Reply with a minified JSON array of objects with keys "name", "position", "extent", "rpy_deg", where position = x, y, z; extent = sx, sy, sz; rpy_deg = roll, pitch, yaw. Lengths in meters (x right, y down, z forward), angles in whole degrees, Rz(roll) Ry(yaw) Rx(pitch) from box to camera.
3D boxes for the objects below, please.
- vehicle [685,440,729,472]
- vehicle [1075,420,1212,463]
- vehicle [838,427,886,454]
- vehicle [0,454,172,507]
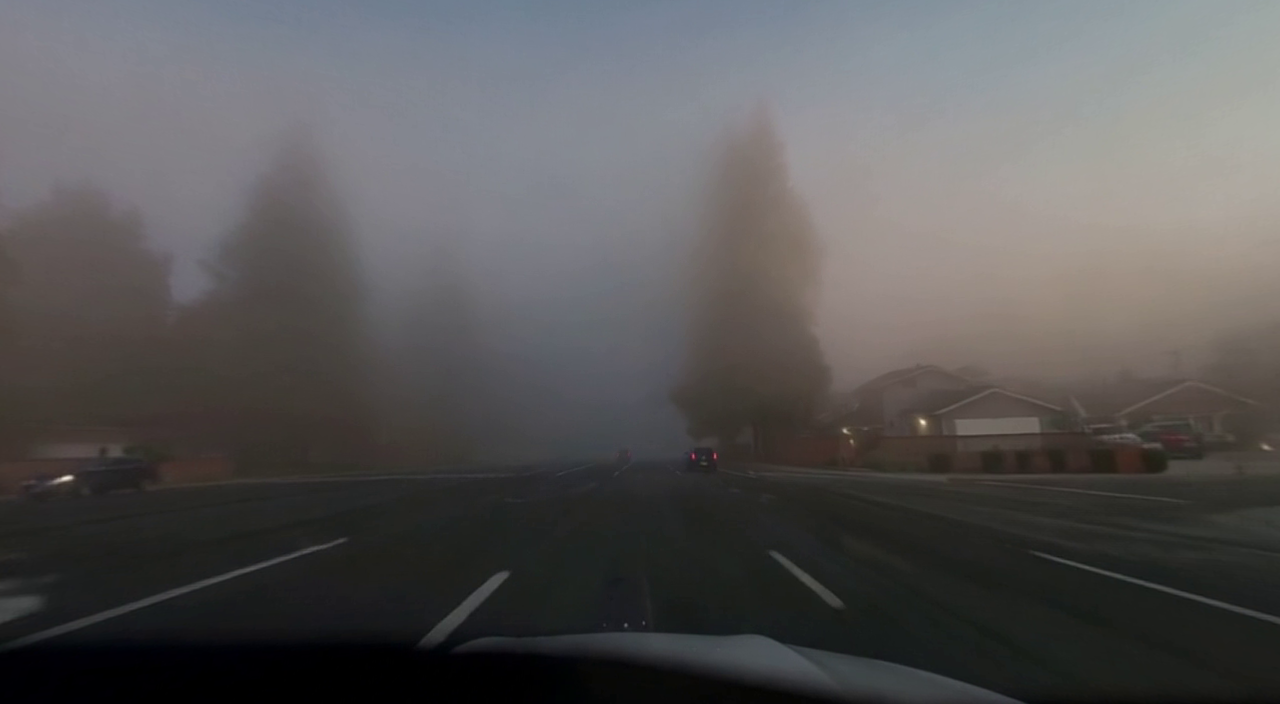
[{"name":"vehicle","position":[3.974,6.187,37.871],"extent":[2.114,1.780,4.445],"rpy_deg":[0,-8,0]},{"name":"vehicle","position":[25.272,4.565,32.045],"extent":[2.198,1.973,5.805],"rpy_deg":[0,-8,0]},{"name":"vehicle","position":[15.921,6.387,45.446],"extent":[2.084,1.868,5.067],"rpy_deg":[-1,-8,6]},{"name":"vehicle","position":[-17.425,3.905,19.417],"extent":[4.351,1.489,1.890],"rpy_deg":[1,-8,-5]}]
